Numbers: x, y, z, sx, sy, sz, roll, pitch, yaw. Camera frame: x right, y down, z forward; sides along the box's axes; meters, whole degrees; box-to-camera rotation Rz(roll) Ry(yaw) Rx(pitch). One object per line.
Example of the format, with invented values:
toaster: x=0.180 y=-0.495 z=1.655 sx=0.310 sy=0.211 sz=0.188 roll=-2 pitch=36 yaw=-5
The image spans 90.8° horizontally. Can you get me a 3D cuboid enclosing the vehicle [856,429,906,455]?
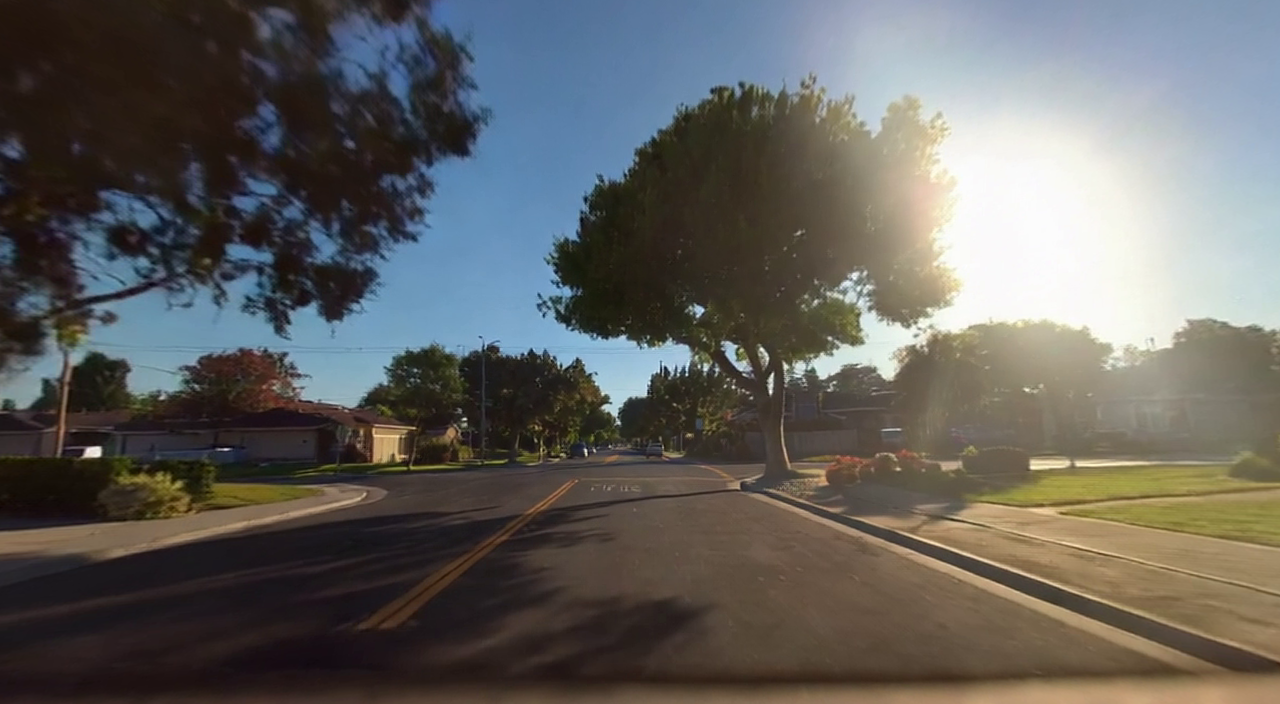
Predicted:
vehicle: x=18.156 y=6.747 z=47.771 sx=2.001 sy=1.750 sz=4.673 roll=0 pitch=-6 yaw=1

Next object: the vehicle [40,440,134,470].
vehicle: x=-37.265 y=6.924 z=42.770 sx=2.016 sy=1.908 sz=4.814 roll=0 pitch=-9 yaw=-1
